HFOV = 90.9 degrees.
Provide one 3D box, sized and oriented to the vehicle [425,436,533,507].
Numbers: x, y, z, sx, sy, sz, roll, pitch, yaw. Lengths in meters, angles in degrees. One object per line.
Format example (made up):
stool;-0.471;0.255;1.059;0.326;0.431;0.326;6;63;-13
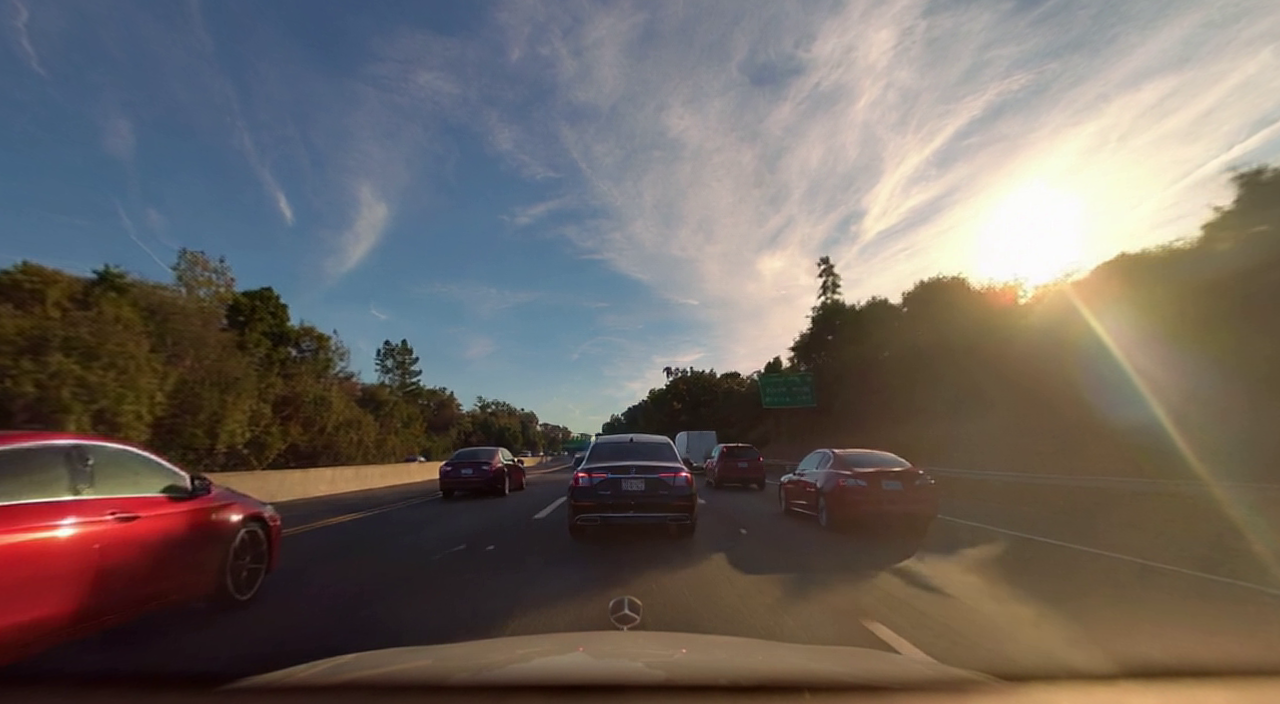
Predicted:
vehicle;-4.258;3.221;17.337;1.890;1.708;3.844;0;-9;1

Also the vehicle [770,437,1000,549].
vehicle;3.663;2.193;10.507;1.953;1.434;4.511;0;-9;-1

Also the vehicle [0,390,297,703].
vehicle;-4.501;1.150;4.011;2.173;1.660;4.373;0;-9;0

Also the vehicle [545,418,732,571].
vehicle;-0.070;1.903;9.059;2.093;1.695;3.782;0;-9;-2
